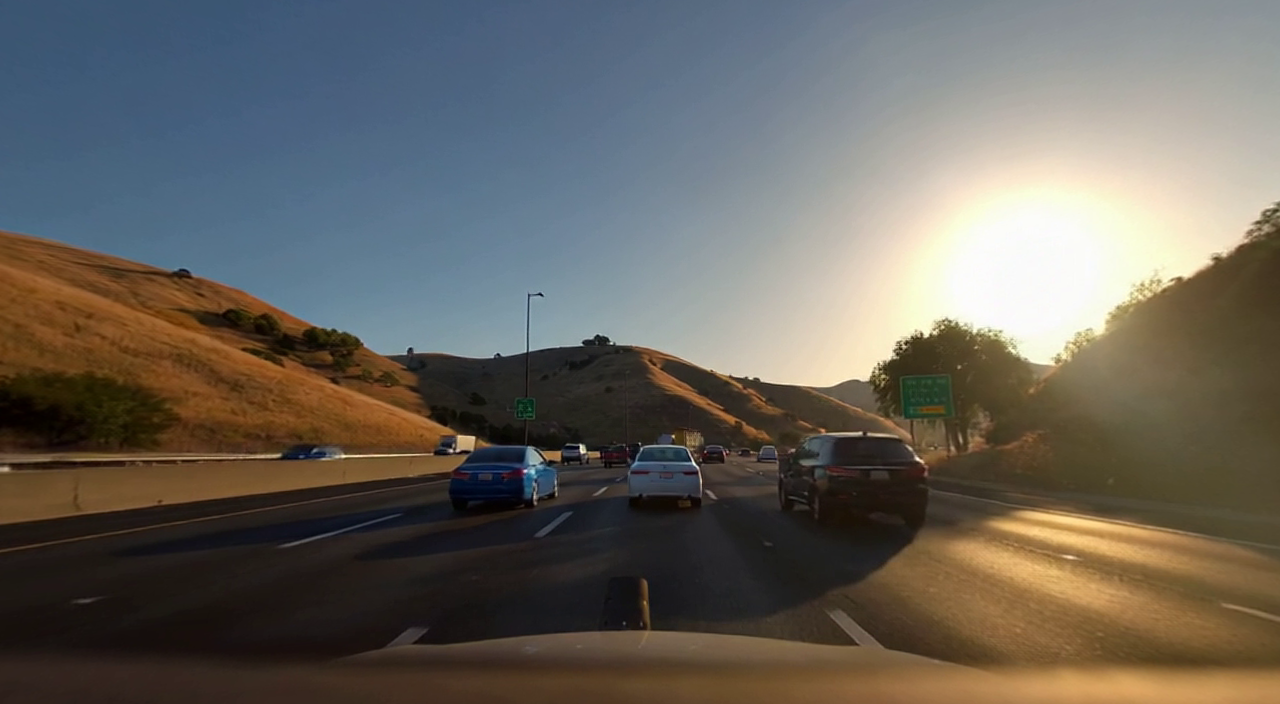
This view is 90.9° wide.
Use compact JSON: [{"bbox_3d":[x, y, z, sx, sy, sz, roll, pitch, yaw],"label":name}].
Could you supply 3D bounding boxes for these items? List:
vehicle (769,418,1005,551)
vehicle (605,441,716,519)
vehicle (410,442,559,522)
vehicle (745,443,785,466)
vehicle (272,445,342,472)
[{"bbox_3d":[3.669,2.060,10.541,2.083,1.693,4.740,0,-8,1],"label":"vehicle"},{"bbox_3d":[0.417,2.688,13.762,2.072,1.431,3.904,0,-8,1],"label":"vehicle"},{"bbox_3d":[-3.140,2.713,13.785,2.017,1.446,4.384,0,-8,2],"label":"vehicle"},{"bbox_3d":[8.801,7.275,44.931,2.097,1.515,4.593,-1,-8,3],"label":"vehicle"},{"bbox_3d":[-23.481,7.491,44.693,2.062,1.794,4.892,-1,-8,4],"label":"vehicle"}]
